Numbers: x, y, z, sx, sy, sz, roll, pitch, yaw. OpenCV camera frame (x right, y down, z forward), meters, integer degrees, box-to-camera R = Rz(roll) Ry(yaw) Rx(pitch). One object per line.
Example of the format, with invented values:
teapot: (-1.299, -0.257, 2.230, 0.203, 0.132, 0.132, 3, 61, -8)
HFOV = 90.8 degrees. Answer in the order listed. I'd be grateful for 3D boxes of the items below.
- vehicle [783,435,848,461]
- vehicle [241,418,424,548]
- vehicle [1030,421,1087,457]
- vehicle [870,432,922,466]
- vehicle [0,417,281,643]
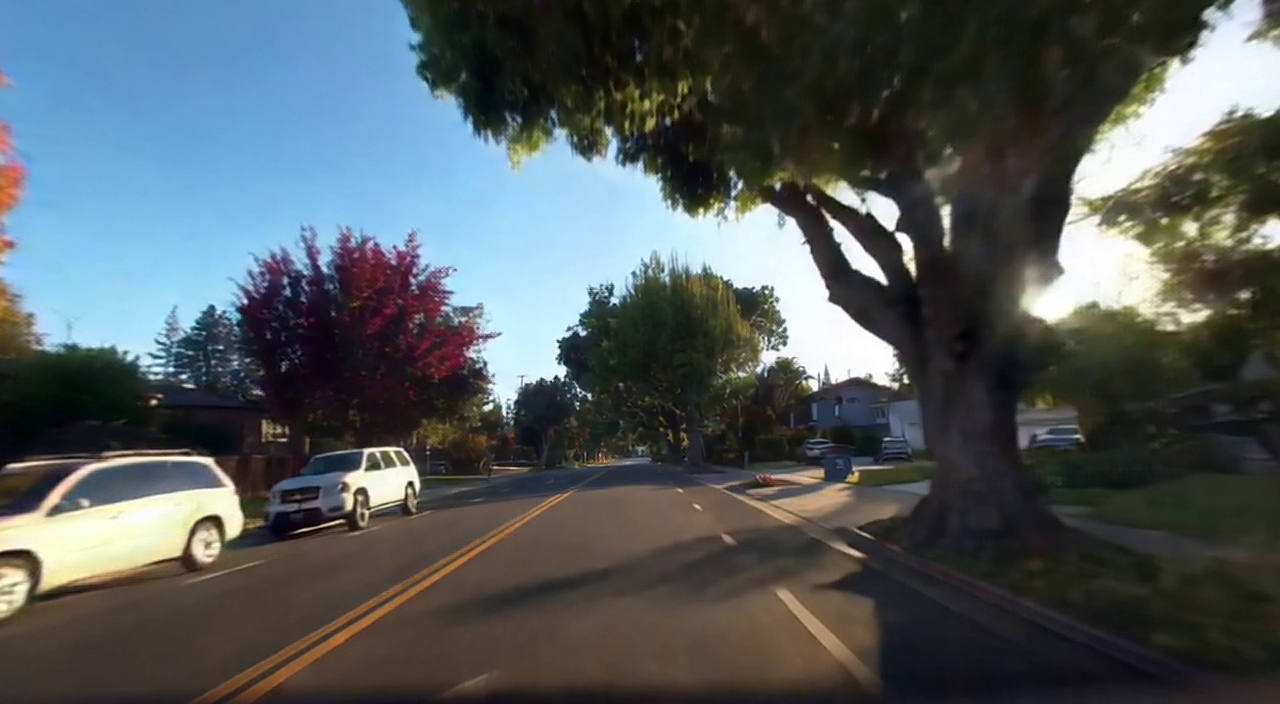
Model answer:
vehicle: (9.354, 5.186, 34.094, 1.922, 1.263, 4.664, 0, -9, -3)
vehicle: (-6.827, 2.928, 14.606, 2.057, 2.317, 4.386, -6, -10, -1)
vehicle: (21.775, 4.557, 33.026, 1.956, 1.632, 3.922, -9, -11, 27)
vehicle: (13.784, 5.190, 33.839, 1.860, 1.697, 4.292, -5, -10, 30)
vehicle: (-6.912, 2.098, 7.859, 2.173, 2.020, 4.770, -6, -10, -1)
